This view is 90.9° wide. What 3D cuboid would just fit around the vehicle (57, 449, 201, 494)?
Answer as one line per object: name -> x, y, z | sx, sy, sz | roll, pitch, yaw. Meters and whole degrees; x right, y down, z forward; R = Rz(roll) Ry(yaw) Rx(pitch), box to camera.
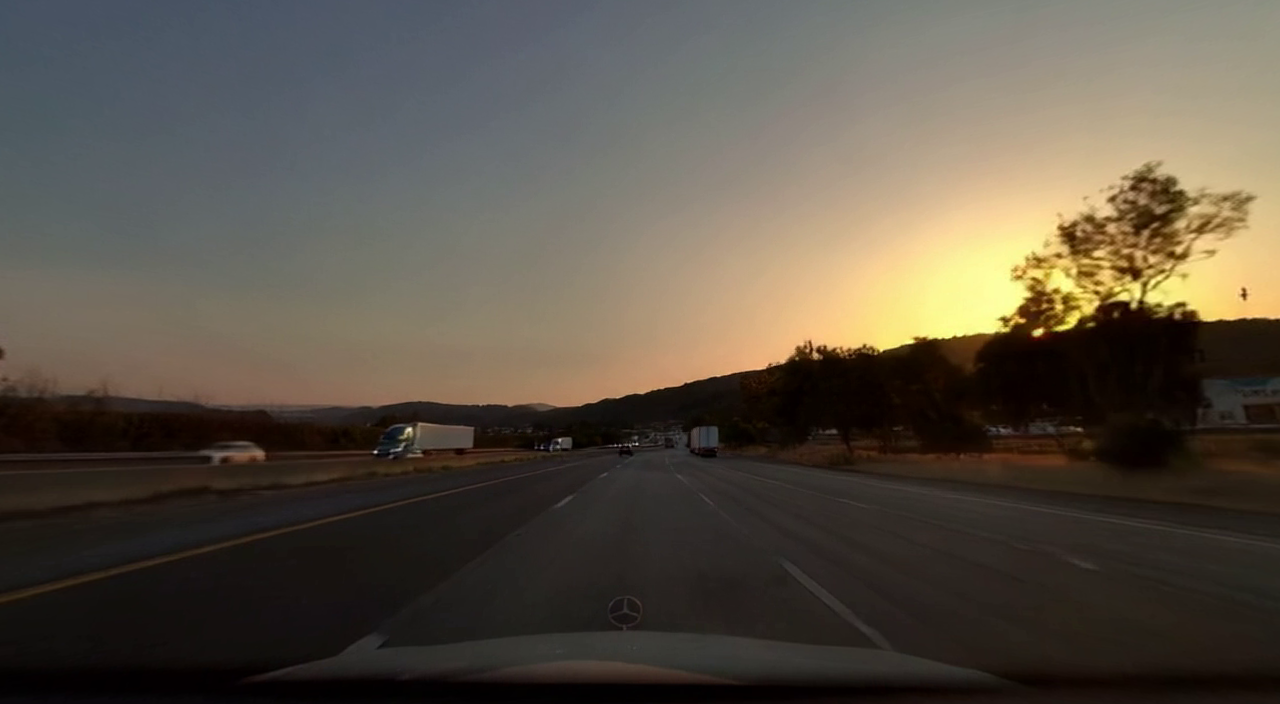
vehicle -> -20.400, 4.751, 25.495 | 1.852, 1.597, 4.638 | -1, -8, 1
